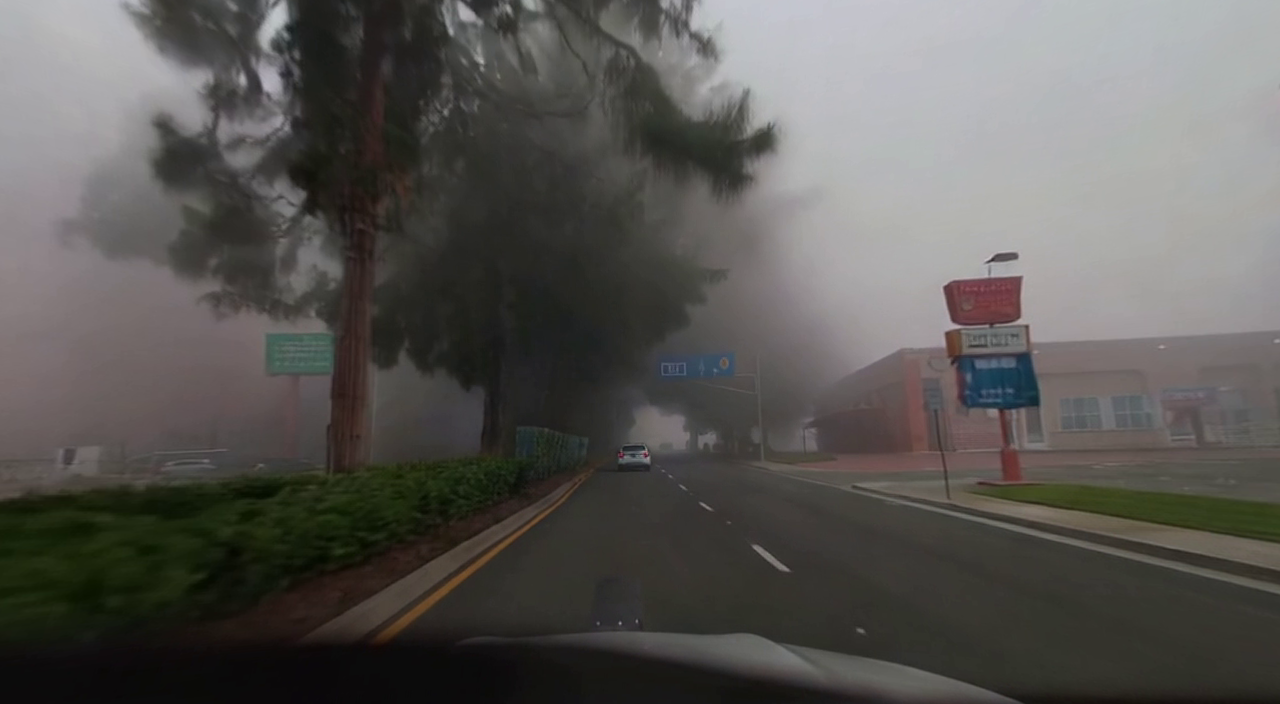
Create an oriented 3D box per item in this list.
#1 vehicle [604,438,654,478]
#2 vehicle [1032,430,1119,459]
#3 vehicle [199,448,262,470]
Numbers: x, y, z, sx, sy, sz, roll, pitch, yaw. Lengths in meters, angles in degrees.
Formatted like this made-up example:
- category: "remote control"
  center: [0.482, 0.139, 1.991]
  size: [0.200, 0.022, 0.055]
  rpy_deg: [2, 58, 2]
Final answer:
- category: "vehicle"
  center: [-0.482, 5.228, 31.293]
  size: [2.235, 1.719, 4.292]
  rpy_deg: [2, -9, 1]
- category: "vehicle"
  center: [22.967, 4.895, 33.330]
  size: [1.720, 1.450, 3.741]
  rpy_deg: [0, -8, -4]
- category: "vehicle"
  center: [-30.087, 7.831, 46.403]
  size: [1.844, 1.521, 4.304]
  rpy_deg: [1, -9, -2]
